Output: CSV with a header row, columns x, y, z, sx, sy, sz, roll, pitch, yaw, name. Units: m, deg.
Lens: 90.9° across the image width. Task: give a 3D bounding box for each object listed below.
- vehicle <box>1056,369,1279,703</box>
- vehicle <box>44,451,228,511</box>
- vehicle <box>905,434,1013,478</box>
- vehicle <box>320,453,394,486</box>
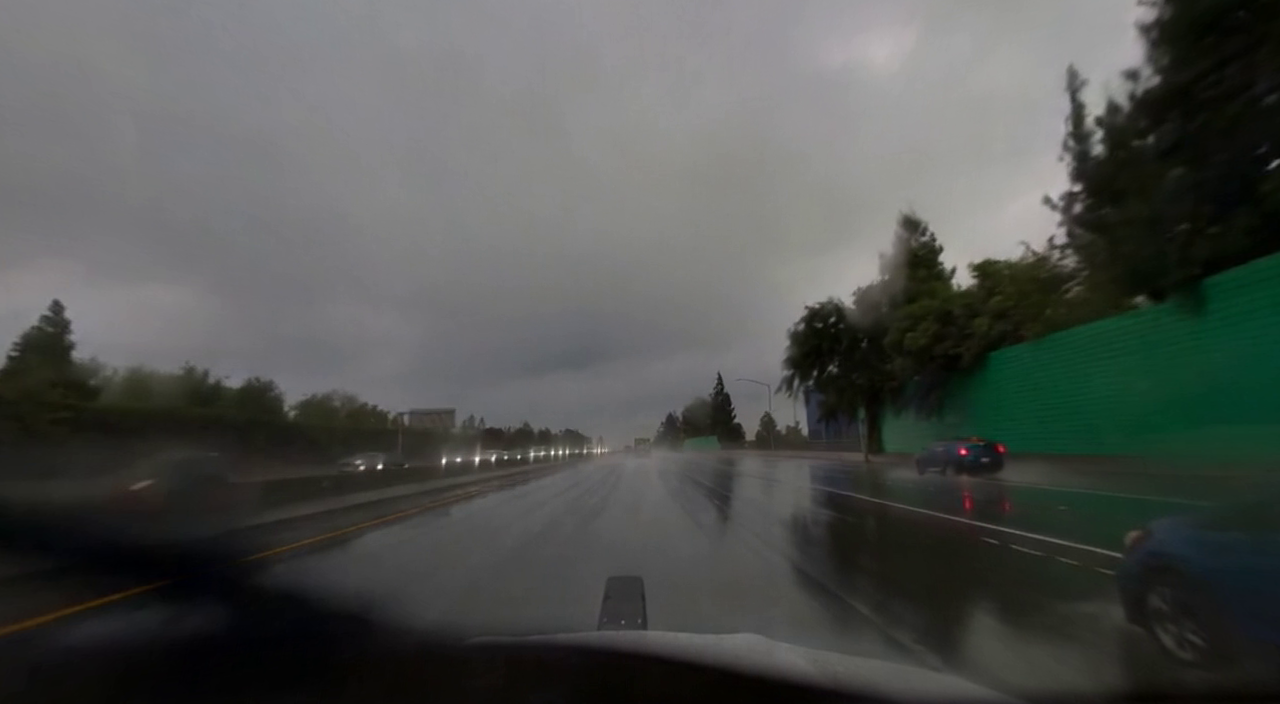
x,y,z,sx,sy,sz,roll,pitch,yaw,name
3.764,0.782,2.071,1.930,1.628,4.099,0,-9,0,vehicle
-15.699,4.003,20.075,1.896,1.625,4.723,-1,-9,1,vehicle
12.674,4.172,25.349,2.163,1.596,3.997,0,-9,-1,vehicle
-15.595,6.472,35.009,1.972,1.614,4.406,-1,-9,1,vehicle
